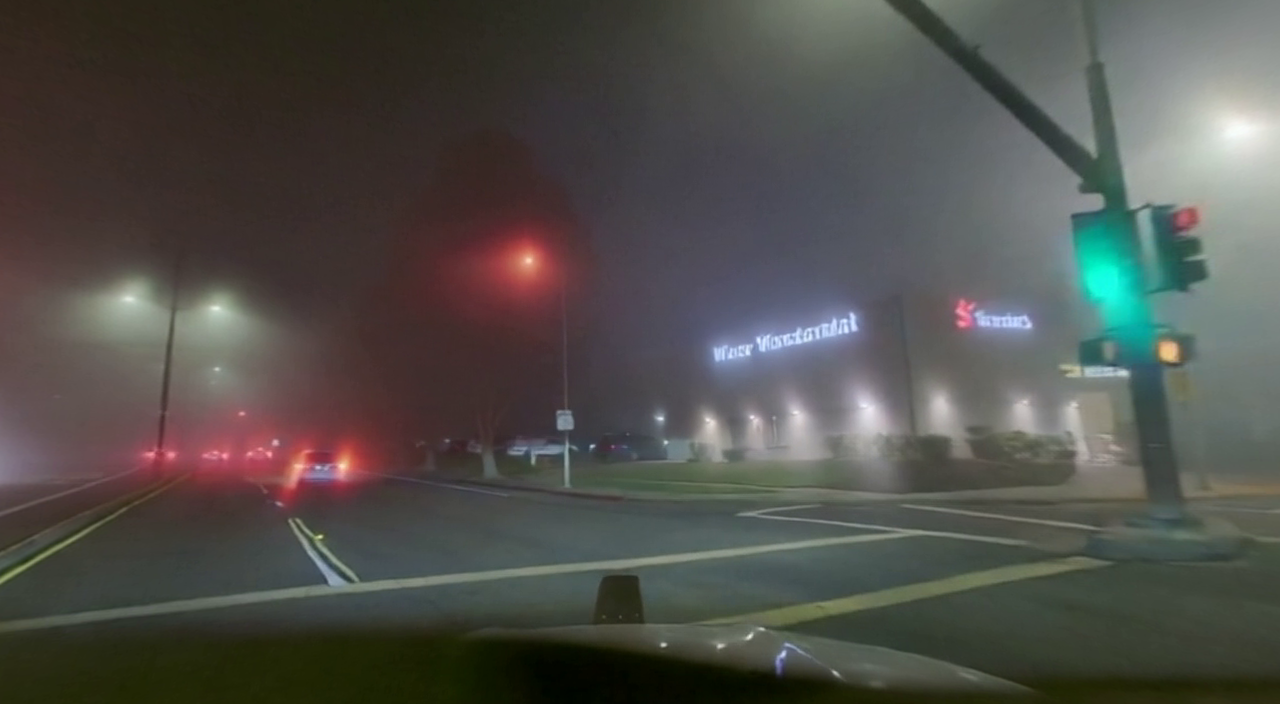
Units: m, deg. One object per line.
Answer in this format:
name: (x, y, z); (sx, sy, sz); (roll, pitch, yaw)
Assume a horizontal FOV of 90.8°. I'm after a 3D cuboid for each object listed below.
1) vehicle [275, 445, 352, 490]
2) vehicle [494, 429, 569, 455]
vehicle: (-13.588, 4.713, 26.171); (2.197, 1.642, 4.312); (6, -10, -34)
vehicle: (-7.880, 6.582, 46.125); (4.851, 1.737, 2.189); (6, -10, -36)
